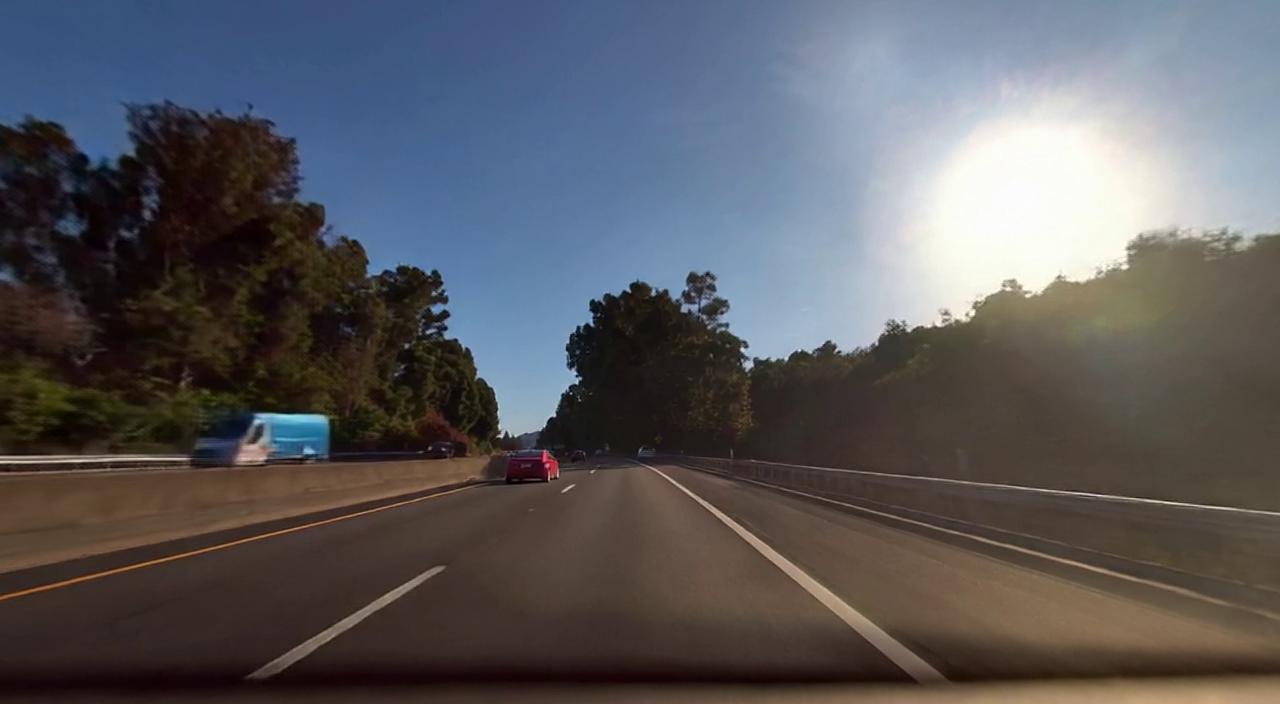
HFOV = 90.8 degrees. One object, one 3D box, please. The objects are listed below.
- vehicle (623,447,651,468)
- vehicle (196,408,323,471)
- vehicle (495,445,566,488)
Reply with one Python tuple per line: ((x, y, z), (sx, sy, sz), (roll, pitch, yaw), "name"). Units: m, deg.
((-0.251, 8.069, 48.391), (2.031, 1.483, 3.417), (0, -9, -2), "vehicle")
((-17.172, 4.056, 28.939), (2.188, 2.566, 5.810), (0, -9, -1), "vehicle")
((-4.156, 4.418, 24.730), (1.957, 1.499, 4.965), (0, -9, -1), "vehicle")
